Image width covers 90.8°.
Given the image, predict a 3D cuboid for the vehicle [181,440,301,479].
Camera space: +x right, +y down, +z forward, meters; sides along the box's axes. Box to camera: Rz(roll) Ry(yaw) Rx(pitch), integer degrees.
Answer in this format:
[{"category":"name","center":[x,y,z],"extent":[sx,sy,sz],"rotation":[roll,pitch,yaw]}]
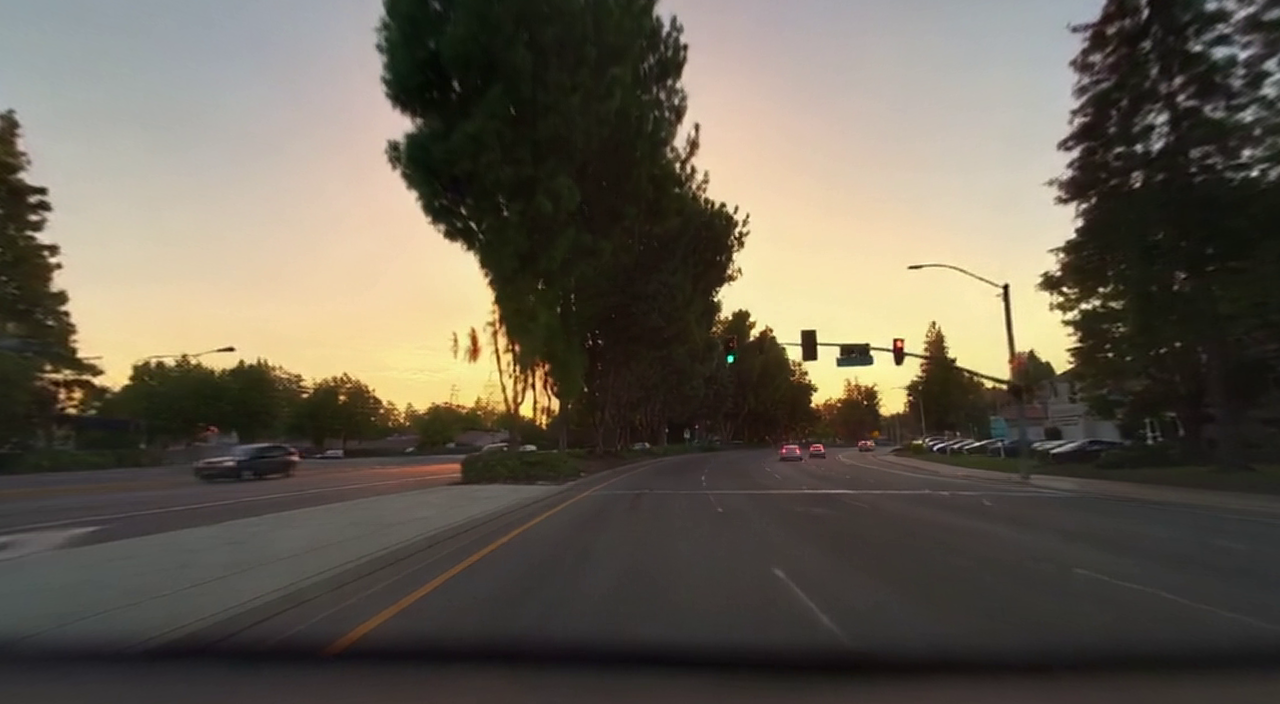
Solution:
[{"category":"vehicle","center":[-18.550,4.987,29.731],"extent":[1.988,1.657,4.909],"rotation":[-1,-8,8]}]

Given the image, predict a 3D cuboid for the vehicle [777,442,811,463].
[{"category":"vehicle","center":[11.228,7.357,46.234],"extent":[1.988,1.460,3.996],"rotation":[-1,-8,9]}]
